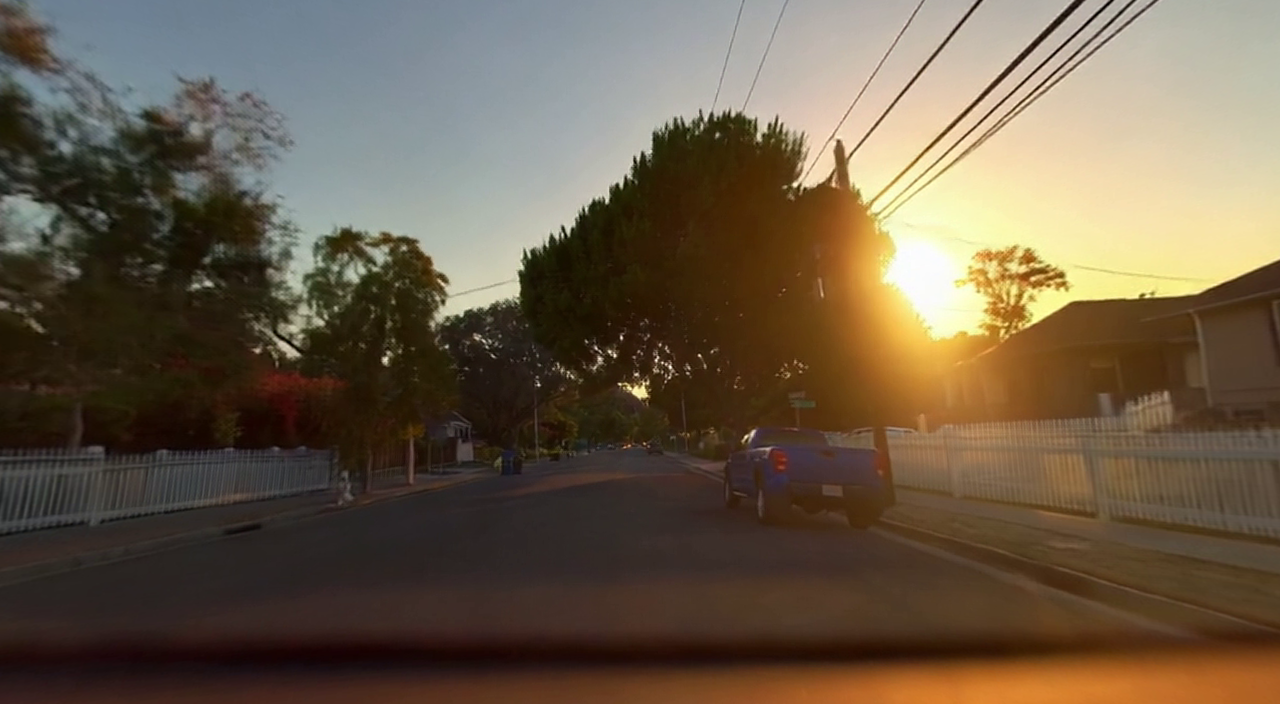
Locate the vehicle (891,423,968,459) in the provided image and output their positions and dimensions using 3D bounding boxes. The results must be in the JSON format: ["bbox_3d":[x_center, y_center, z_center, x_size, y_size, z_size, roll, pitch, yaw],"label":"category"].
[{"bbox_3d":[22.237,6.895,48.708,4.736,2.604,2.339,0,-10,-1],"label":"vehicle"}]

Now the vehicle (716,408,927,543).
[{"bbox_3d":[2.724,2.012,10.904,2.126,1.795,4.751,0,-9,-1],"label":"vehicle"}]
